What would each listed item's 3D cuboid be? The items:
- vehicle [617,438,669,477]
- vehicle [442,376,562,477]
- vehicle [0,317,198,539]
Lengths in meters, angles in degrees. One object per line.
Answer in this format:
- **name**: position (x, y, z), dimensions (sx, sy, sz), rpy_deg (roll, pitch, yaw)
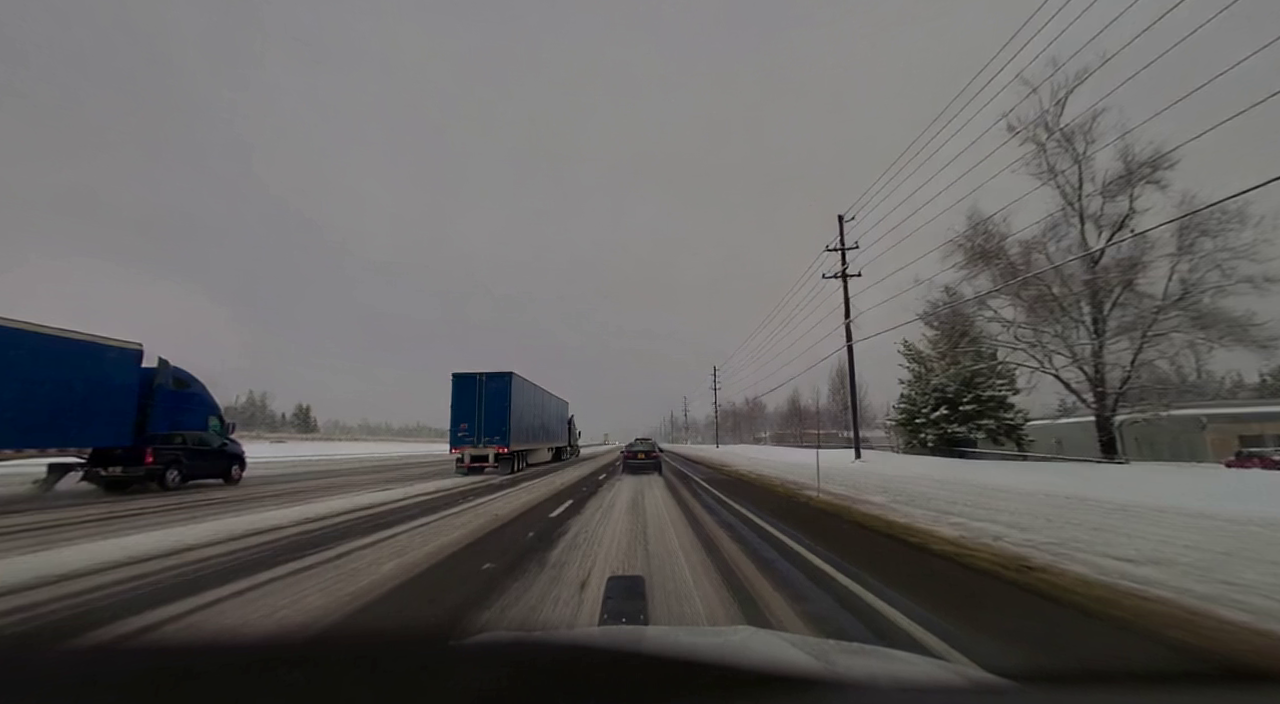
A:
- **vehicle**: position (0.087, 4.499, 27.164), dimensions (2.055, 1.514, 4.323), rpy_deg (0, -8, 0)
- **vehicle**: position (-6.516, 4.132, 33.198), dimensions (2.907, 4.081, 15.311), rpy_deg (0, -8, 0)
- **vehicle**: position (-10.607, 0.959, 8.097), dimensions (2.896, 3.140, 9.491), rpy_deg (0, -8, 0)
